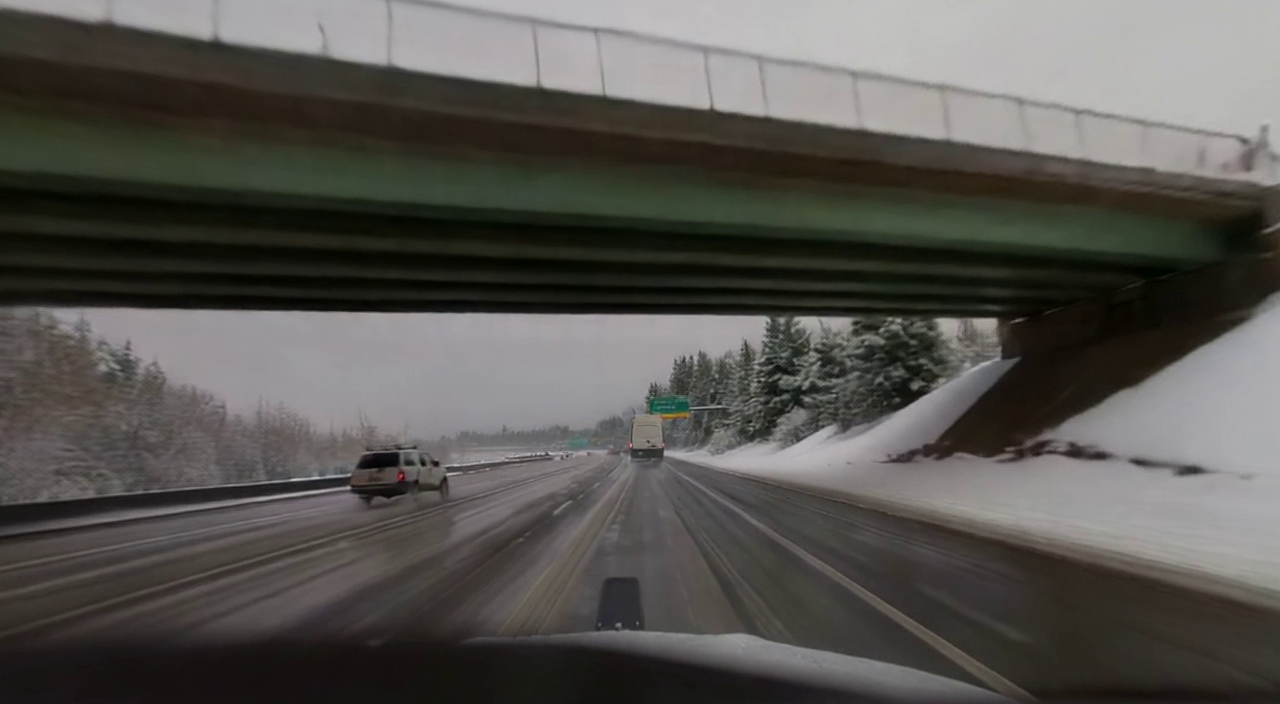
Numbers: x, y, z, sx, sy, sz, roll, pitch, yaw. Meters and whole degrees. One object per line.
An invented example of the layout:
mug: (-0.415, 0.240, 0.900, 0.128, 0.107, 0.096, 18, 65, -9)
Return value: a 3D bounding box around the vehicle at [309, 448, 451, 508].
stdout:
vehicle: (-7.218, 3.520, 18.148, 1.953, 1.452, 4.711, 0, -9, 2)
